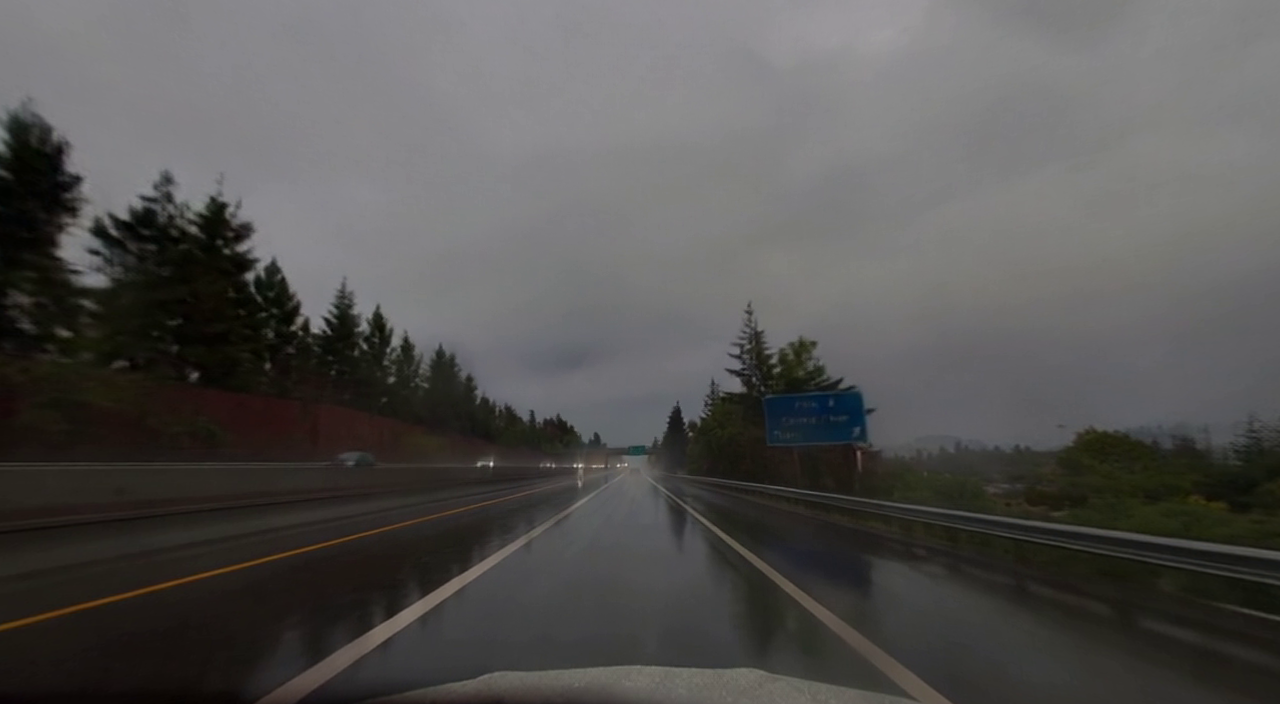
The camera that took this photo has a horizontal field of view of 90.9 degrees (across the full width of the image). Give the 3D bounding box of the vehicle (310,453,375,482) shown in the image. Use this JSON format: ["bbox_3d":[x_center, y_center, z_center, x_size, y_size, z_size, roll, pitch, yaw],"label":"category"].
[{"bbox_3d":[-17.171,6.711,36.623,1.854,1.525,3.895,1,-10,0],"label":"vehicle"}]
